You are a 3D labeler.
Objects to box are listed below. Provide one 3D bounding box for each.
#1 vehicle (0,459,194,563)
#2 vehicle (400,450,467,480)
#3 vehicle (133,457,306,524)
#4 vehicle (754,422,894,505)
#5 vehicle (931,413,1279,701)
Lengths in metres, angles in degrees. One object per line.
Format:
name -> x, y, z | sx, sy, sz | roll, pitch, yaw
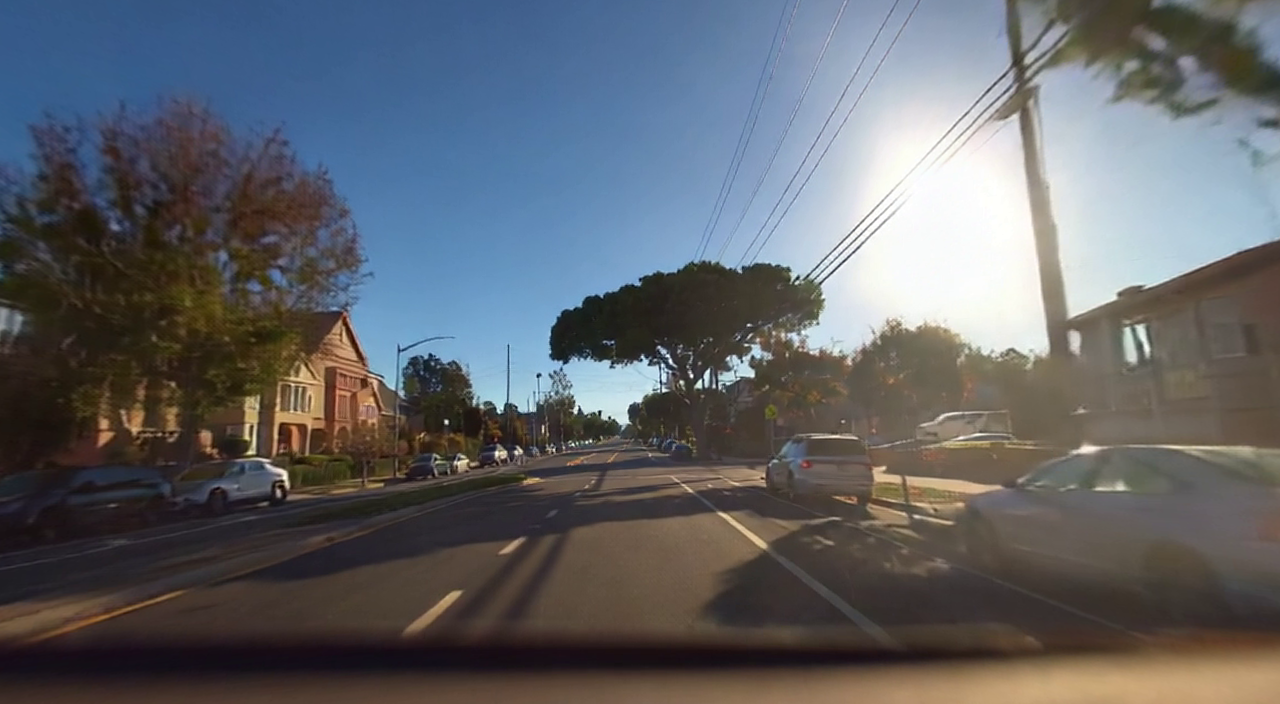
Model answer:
vehicle -> -10.969, 2.862, 12.038 | 1.804, 1.513, 4.450 | 0, -8, -2
vehicle -> -11.320, 6.205, 34.999 | 1.970, 1.523, 4.702 | -1, -8, 2
vehicle -> -11.158, 3.657, 17.199 | 1.778, 1.470, 4.217 | 0, -8, 0
vehicle -> 4.444, 2.766, 16.070 | 2.126, 1.802, 4.259 | 0, -8, -2
vehicle -> 4.288, 1.282, 4.797 | 1.989, 1.471, 4.460 | 0, -8, 0
